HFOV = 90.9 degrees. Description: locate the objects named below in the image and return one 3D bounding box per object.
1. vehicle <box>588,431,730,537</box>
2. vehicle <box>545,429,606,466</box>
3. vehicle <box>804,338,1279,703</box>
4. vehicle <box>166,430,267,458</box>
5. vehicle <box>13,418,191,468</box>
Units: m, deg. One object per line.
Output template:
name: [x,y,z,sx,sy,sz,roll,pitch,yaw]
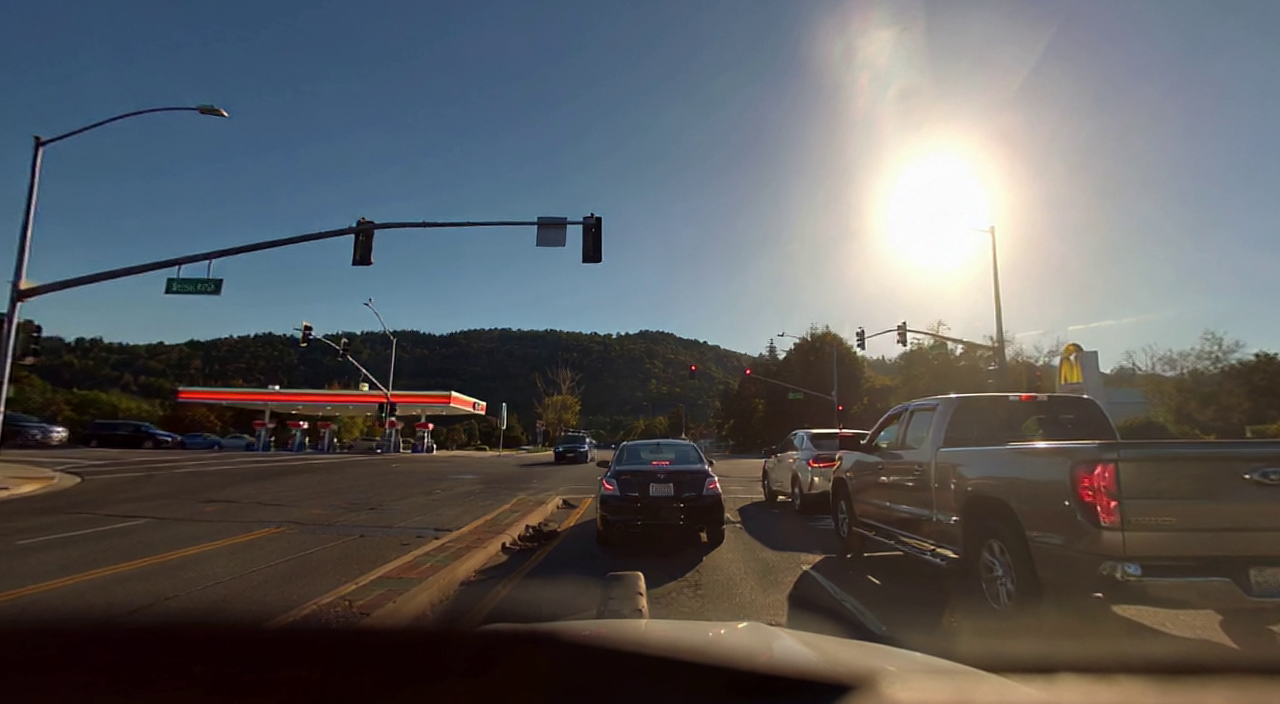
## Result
vehicle: [0.276,2.184,11.025,2.027,1.494,3.824,0,-8,0]
vehicle: [-3.659,5.614,37.138,2.615,2.031,5.638,-1,-8,4]
vehicle: [3.537,1.302,6.082,2.277,1.871,6.143,0,-8,0]
vehicle: [-23.096,5.034,34.483,4.326,1.420,1.798,-1,-8,4]
vehicle: [-19.671,3.361,23.204,4.742,1.720,2.107,-1,-8,5]
